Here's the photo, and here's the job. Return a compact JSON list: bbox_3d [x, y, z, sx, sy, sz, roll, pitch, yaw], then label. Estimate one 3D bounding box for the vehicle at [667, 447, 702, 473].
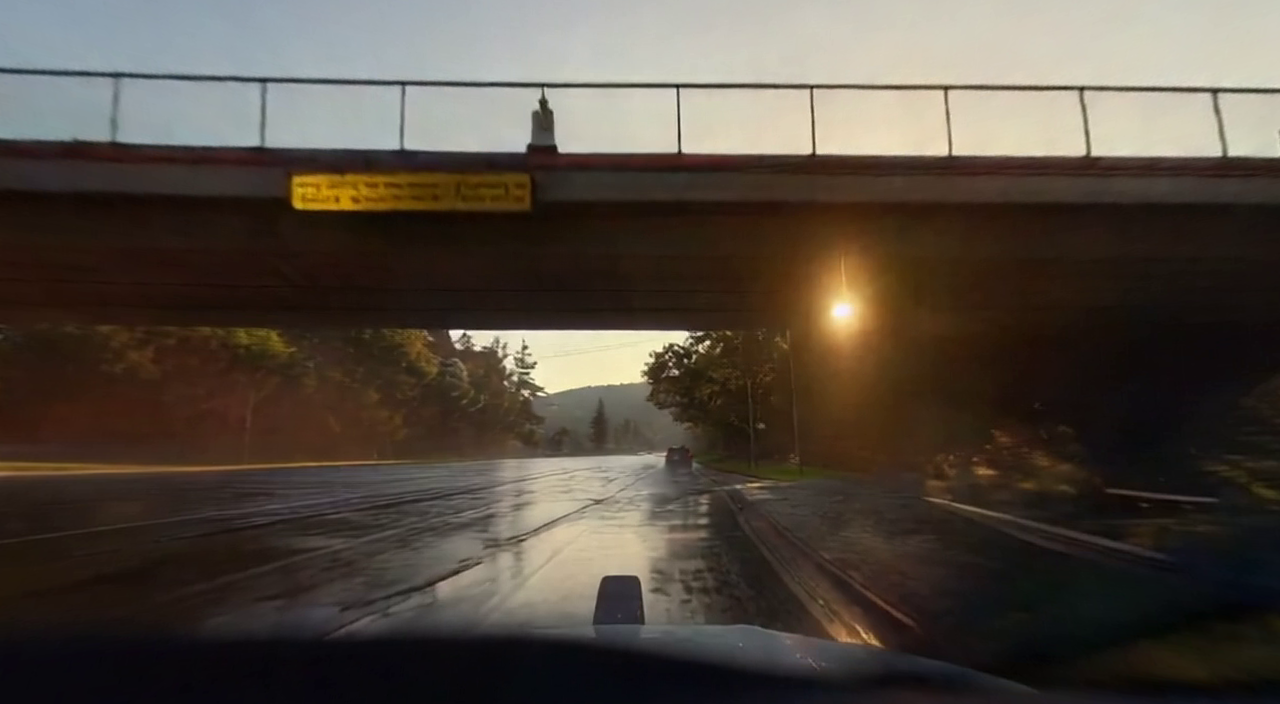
[{"bbox_3d":[2.676,6.444,37.685,1.980,1.449,3.650,-1,-9,4],"label":"vehicle"}]
